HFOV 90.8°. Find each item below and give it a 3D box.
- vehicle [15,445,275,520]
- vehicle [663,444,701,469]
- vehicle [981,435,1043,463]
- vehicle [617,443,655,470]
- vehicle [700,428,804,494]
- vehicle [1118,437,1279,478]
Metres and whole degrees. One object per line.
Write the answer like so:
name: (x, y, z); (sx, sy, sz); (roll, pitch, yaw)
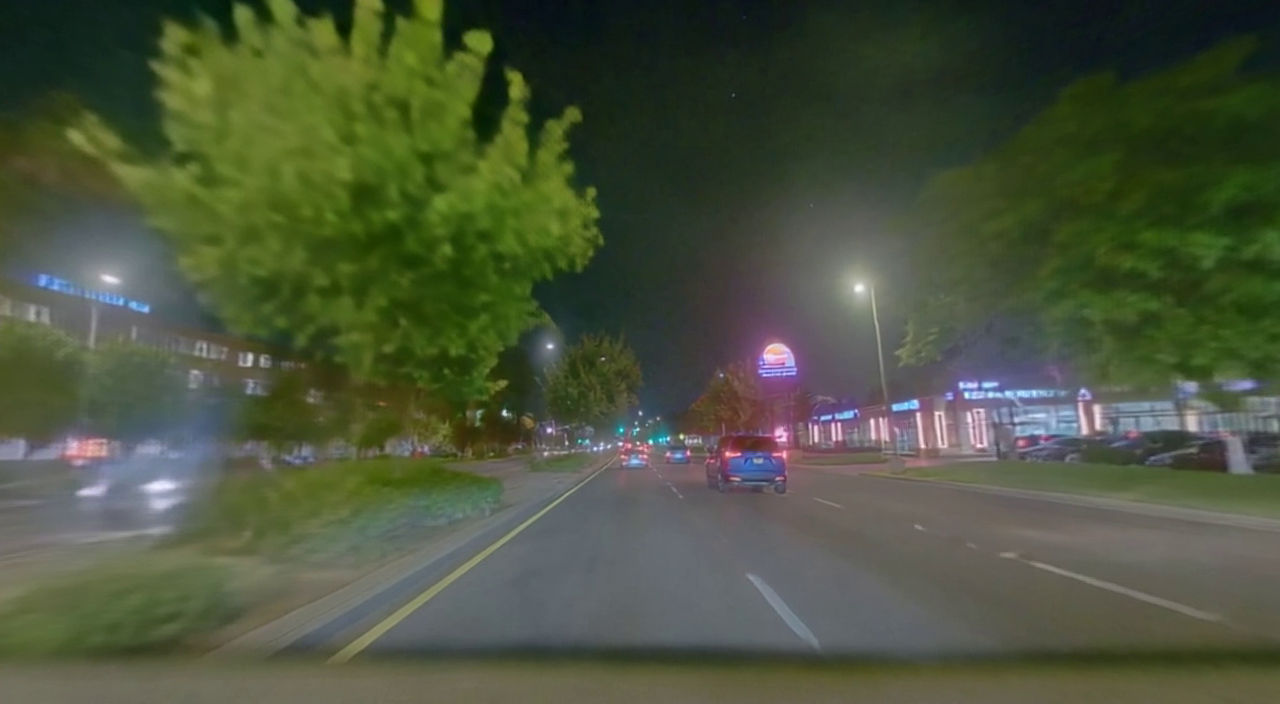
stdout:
vehicle: (-11.573, 3.038, 15.507); (1.971, 1.481, 5.500); (0, -8, 0)
vehicle: (2.569, 6.440, 39.149); (1.970, 1.402, 3.756); (0, -8, -2)
vehicle: (25.089, 6.568, 42.823); (1.788, 1.741, 4.278); (-1, -8, 4)
vehicle: (-0.279, 5.984, 36.242); (2.056, 1.440, 3.798); (0, -8, -1)
vehicle: (3.332, 3.366, 19.874); (2.140, 1.811, 4.593); (0, -8, -4)
vehicle: (20.547, 3.836, 23.121); (4.451, 1.400, 2.108); (0, -8, -2)
